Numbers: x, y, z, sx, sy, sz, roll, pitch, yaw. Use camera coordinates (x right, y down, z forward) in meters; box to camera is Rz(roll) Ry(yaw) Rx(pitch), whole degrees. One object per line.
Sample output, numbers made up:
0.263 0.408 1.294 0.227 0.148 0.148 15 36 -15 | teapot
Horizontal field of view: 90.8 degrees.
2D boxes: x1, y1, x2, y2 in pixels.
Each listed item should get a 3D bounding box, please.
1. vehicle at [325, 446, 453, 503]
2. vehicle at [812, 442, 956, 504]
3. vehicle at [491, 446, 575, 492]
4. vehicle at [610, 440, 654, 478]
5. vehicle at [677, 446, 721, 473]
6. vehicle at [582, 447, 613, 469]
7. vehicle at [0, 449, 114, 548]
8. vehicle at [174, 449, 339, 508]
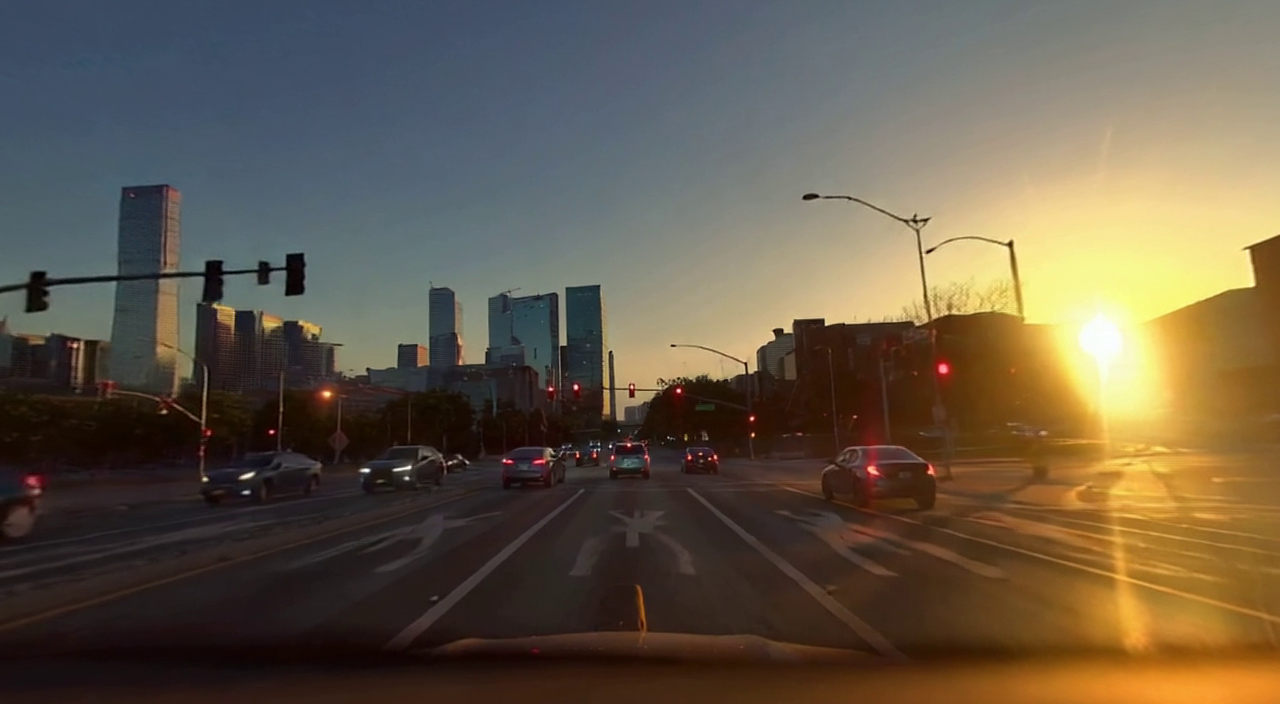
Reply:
-7.423 3.628 19.279 2.013 1.488 4.596 0 -8 0 | vehicle
6.442 3.225 17.355 2.028 1.451 4.625 0 -8 -1 | vehicle
-3.702 4.124 22.732 2.163 1.474 4.413 0 -8 2 | vehicle
-0.349 5.222 31.048 2.008 1.716 4.125 0 -8 0 | vehicle
3.349 6.210 36.735 2.014 1.430 4.103 0 -8 -2 | vehicle
-3.074 7.756 46.268 2.002 1.502 4.057 0 -8 0 | vehicle
-10.713 2.197 9.358 1.924 1.479 4.508 0 -8 0 | vehicle
-10.955 3.604 18.500 2.047 1.479 4.228 -1 -8 2 | vehicle
